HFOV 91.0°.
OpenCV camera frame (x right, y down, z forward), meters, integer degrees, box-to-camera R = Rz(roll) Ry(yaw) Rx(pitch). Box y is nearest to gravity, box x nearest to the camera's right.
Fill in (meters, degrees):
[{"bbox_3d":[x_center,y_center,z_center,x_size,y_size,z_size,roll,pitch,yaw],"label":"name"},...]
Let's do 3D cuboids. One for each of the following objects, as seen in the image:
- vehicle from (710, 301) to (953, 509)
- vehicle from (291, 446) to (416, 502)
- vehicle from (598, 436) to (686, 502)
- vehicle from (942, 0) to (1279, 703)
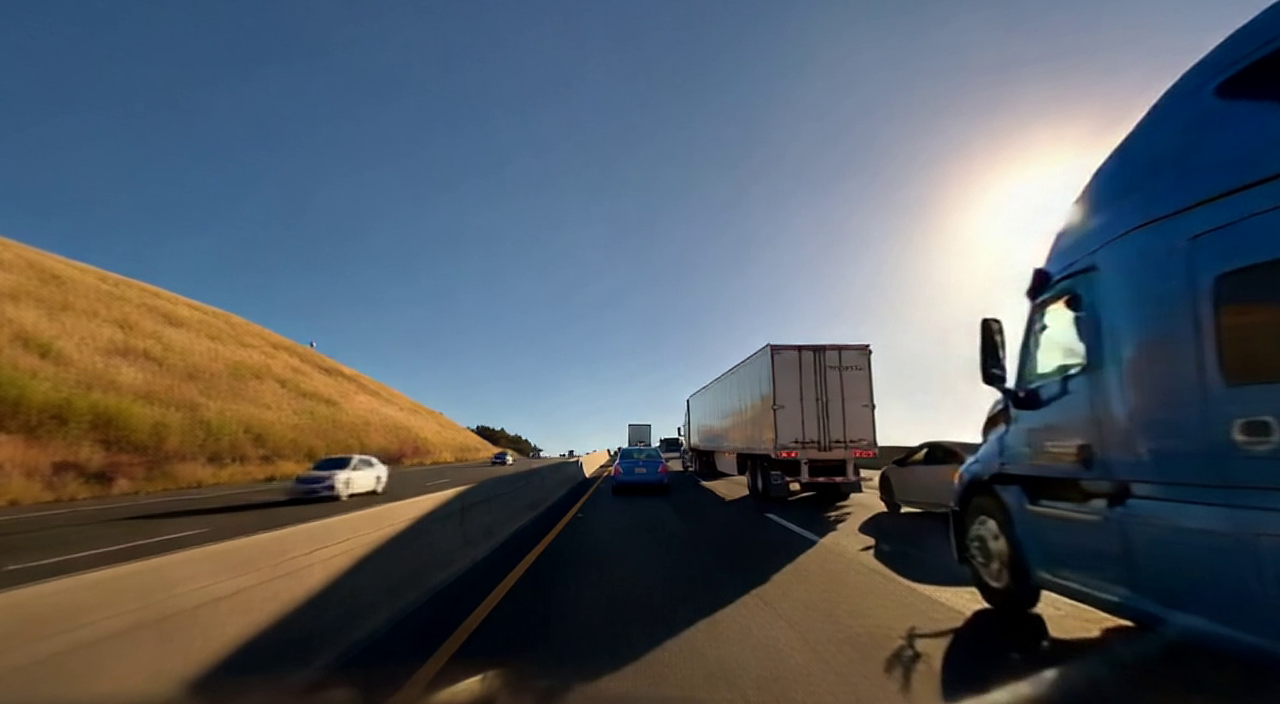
[{"bbox_3d":[4.413,1.716,17.724,3.235,4.197,9.908,0,-8,-3],"label":"vehicle"},{"bbox_3d":[-10.004,4.254,22.450,2.259,1.699,4.510,-1,-8,1],"label":"vehicle"},{"bbox_3d":[0.018,2.993,16.564,2.045,1.507,3.763,-1,-8,-1],"label":"vehicle"},{"bbox_3d":[4.257,-0.290,1.890,3.150,4.051,6.527,0,-8,-2],"label":"vehicle"}]
